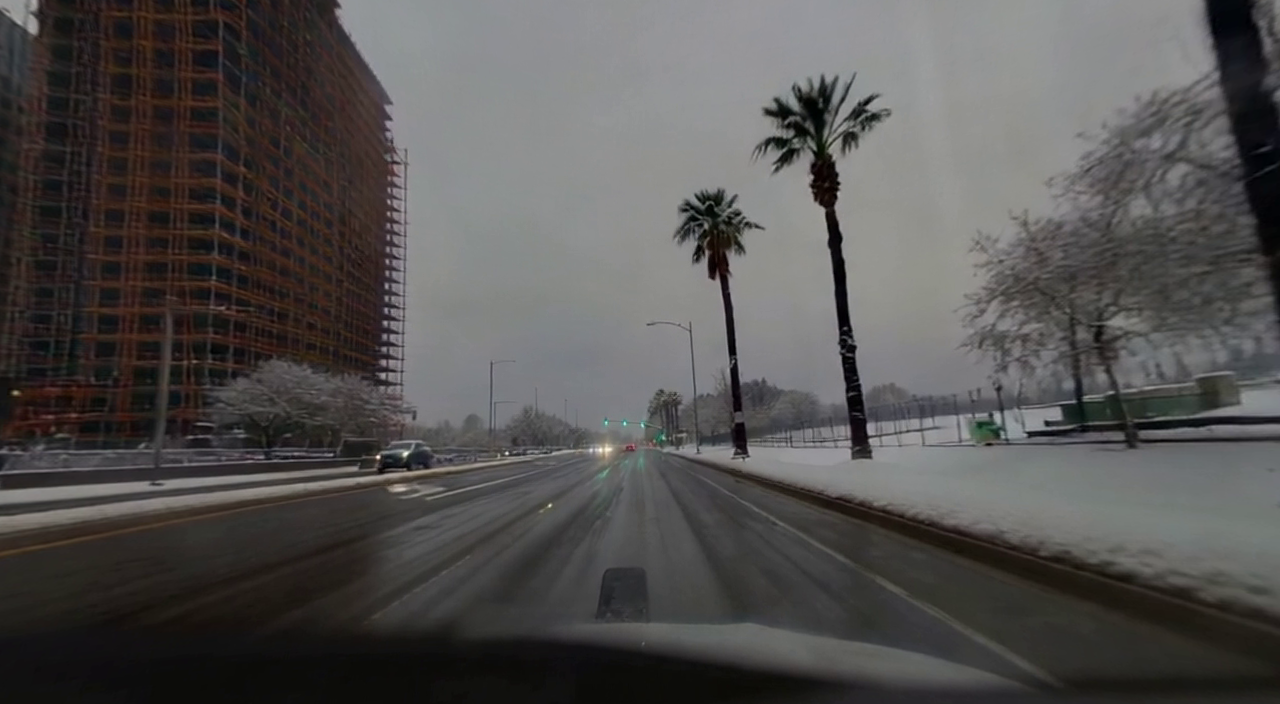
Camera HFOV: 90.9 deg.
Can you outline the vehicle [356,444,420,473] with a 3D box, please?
[{"bbox_3d":[-15.853,6.730,39.918,2.117,1.706,4.847,0,-9,-1],"label":"vehicle"}]
